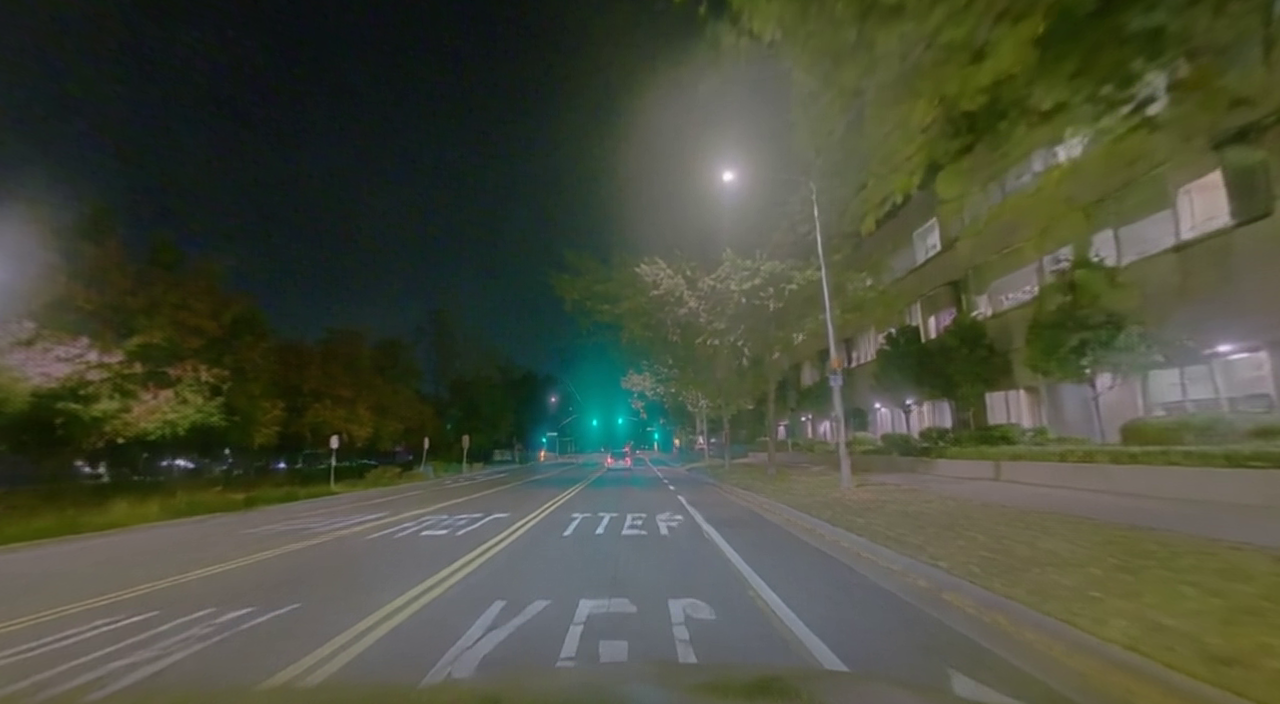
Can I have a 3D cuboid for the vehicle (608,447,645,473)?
[{"bbox_3d":[-0.833,6.539,38.609,2.131,1.474,4.146,0,-9,-1],"label":"vehicle"}]
